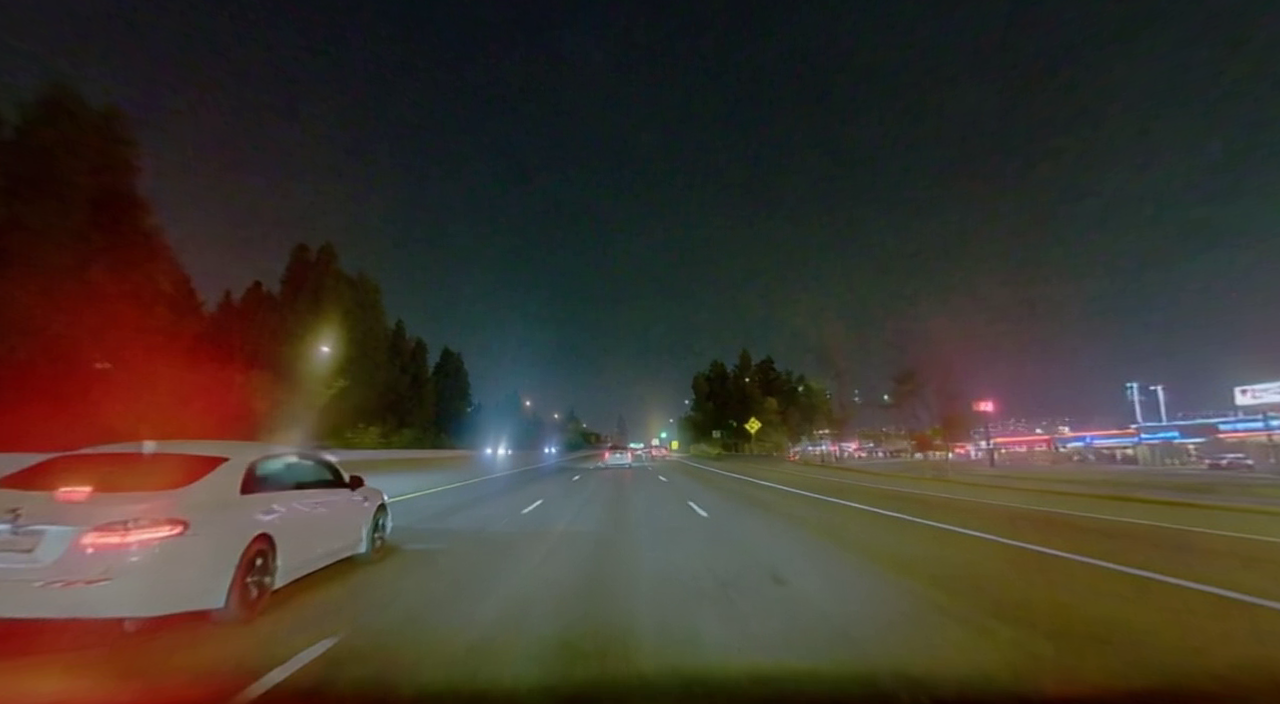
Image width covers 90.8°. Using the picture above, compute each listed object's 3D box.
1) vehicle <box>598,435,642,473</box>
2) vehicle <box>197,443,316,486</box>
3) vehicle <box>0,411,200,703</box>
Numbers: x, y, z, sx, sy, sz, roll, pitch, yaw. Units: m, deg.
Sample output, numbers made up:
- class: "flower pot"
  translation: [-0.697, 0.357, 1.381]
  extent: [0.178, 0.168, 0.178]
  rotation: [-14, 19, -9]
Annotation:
- class: "vehicle"
  translation: [-1.024, 5.386, 33.446]
  extent: [2.155, 1.856, 4.796]
  rotation: [0, -9, 0]
- class: "vehicle"
  translation: [-15.446, 4.536, 25.808]
  extent: [2.011, 1.549, 4.511]
  rotation: [0, -9, 0]
- class: "vehicle"
  translation: [-4.102, 0.910, 2.214]
  extent: [1.907, 1.483, 4.562]
  rotation: [0, -9, -1]
